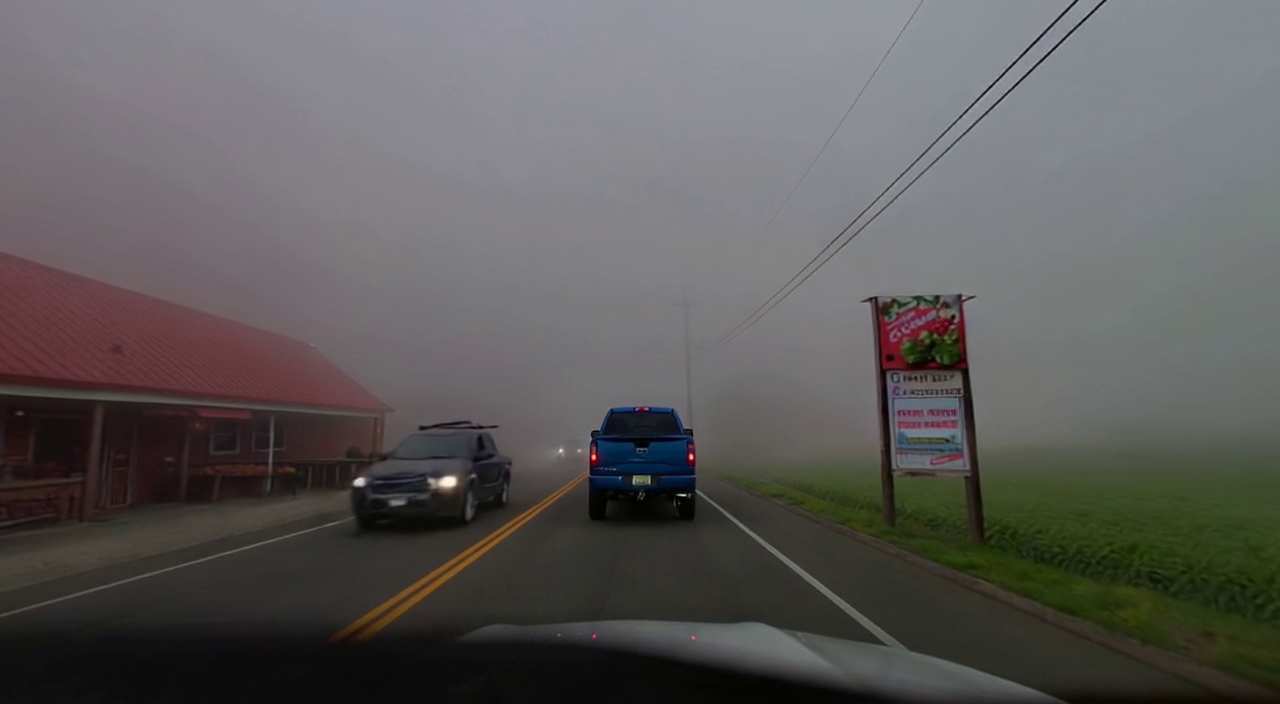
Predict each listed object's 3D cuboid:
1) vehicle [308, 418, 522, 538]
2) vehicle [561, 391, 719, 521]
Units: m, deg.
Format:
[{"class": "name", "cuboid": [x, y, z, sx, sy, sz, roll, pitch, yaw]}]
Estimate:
[{"class": "vehicle", "cuboid": [-3.821, 2.232, 11.847, 2.341, 1.726, 4.579, -1, -8, 0]}, {"class": "vehicle", "cuboid": [-0.071, 2.214, 13.834, 2.693, 2.223, 5.885, 0, -8, -2]}]
